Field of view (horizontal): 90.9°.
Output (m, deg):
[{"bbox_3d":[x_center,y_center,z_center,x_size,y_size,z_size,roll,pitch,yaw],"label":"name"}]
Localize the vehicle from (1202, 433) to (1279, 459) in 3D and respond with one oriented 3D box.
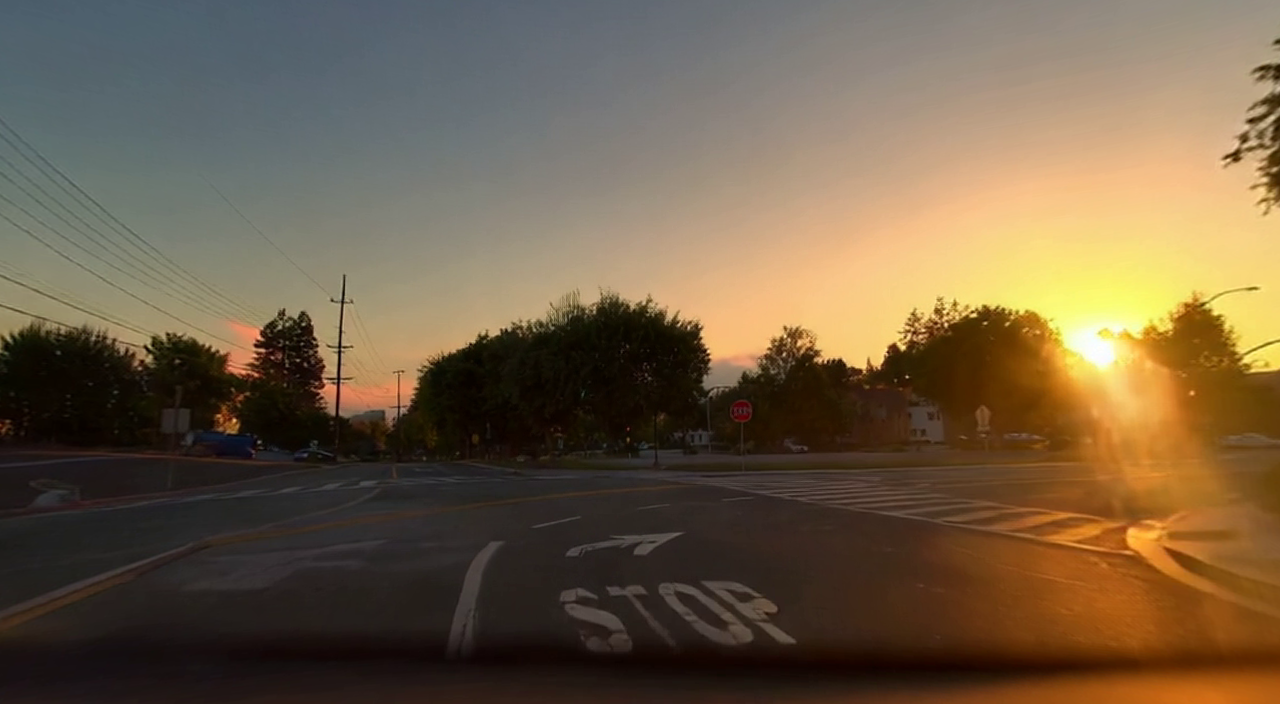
[{"bbox_3d":[47.186,7.181,48.065,2.192,1.897,5.871,4,-9,-27],"label":"vehicle"}]
